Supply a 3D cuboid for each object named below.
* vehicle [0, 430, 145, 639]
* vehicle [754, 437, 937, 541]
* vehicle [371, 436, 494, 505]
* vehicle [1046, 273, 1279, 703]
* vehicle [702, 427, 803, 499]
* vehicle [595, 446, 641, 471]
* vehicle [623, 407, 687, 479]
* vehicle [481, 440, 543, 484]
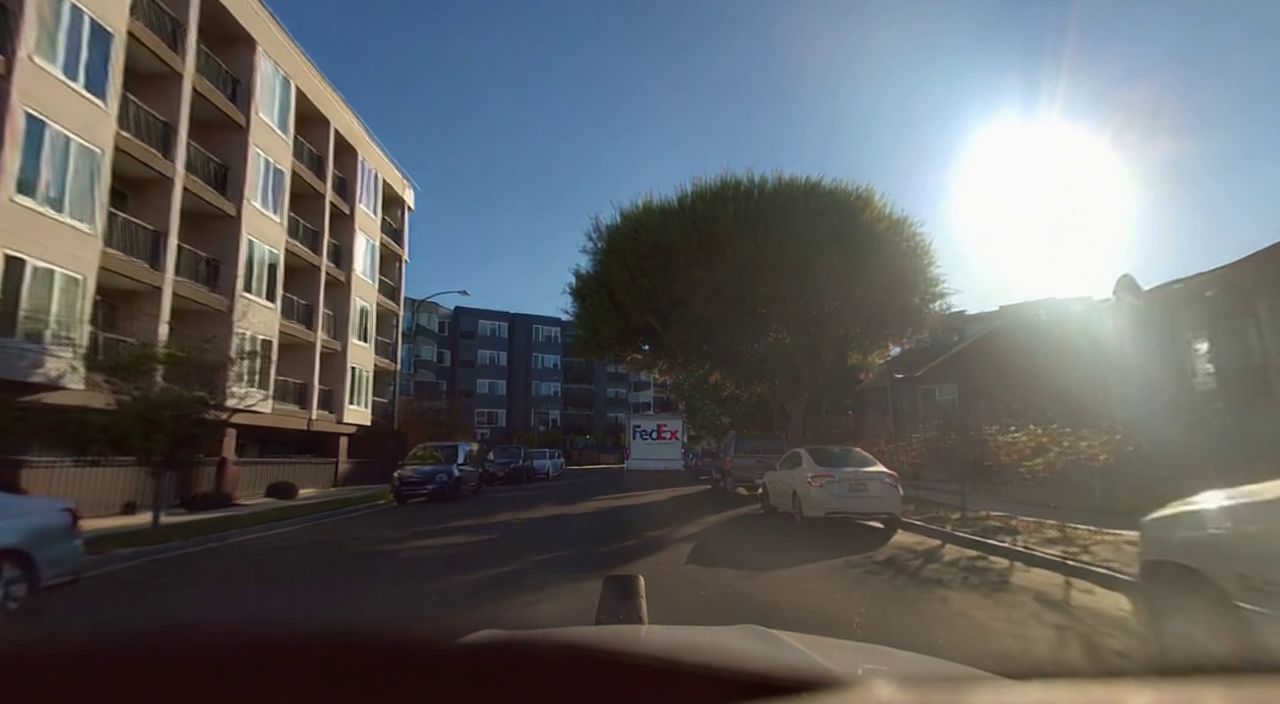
[{"bbox_3d":[-5.760,1.250,3.884,1.888,1.546,4.306,-1,-8,1],"label":"vehicle"},{"bbox_3d":[3.446,2.358,11.606,1.877,1.500,4.407,0,-8,0],"label":"vehicle"},{"bbox_3d":[-5.898,3.399,18.606,2.089,1.757,4.256,-1,-8,1],"label":"vehicle"},{"bbox_3d":[3.597,0.584,1.644,2.099,2.018,4.087,0,-8,-4],"label":"vehicle"},{"bbox_3d":[3.457,3.538,20.658,2.221,1.991,5.564,0,-8,0],"label":"vehicle"},{"bbox_3d":[-1.395,6.894,41.223,1.981,1.500,3.992,-2,-9,13],"label":"vehicle"},{"bbox_3d":[0.588,4.802,33.358,2.930,3.275,8.180,0,-8,-1],"label":"vehicle"},{"bbox_3d":[-5.924,5.110,29.822,2.020,1.867,4.654,0,-8,-1],"label":"vehicle"}]
